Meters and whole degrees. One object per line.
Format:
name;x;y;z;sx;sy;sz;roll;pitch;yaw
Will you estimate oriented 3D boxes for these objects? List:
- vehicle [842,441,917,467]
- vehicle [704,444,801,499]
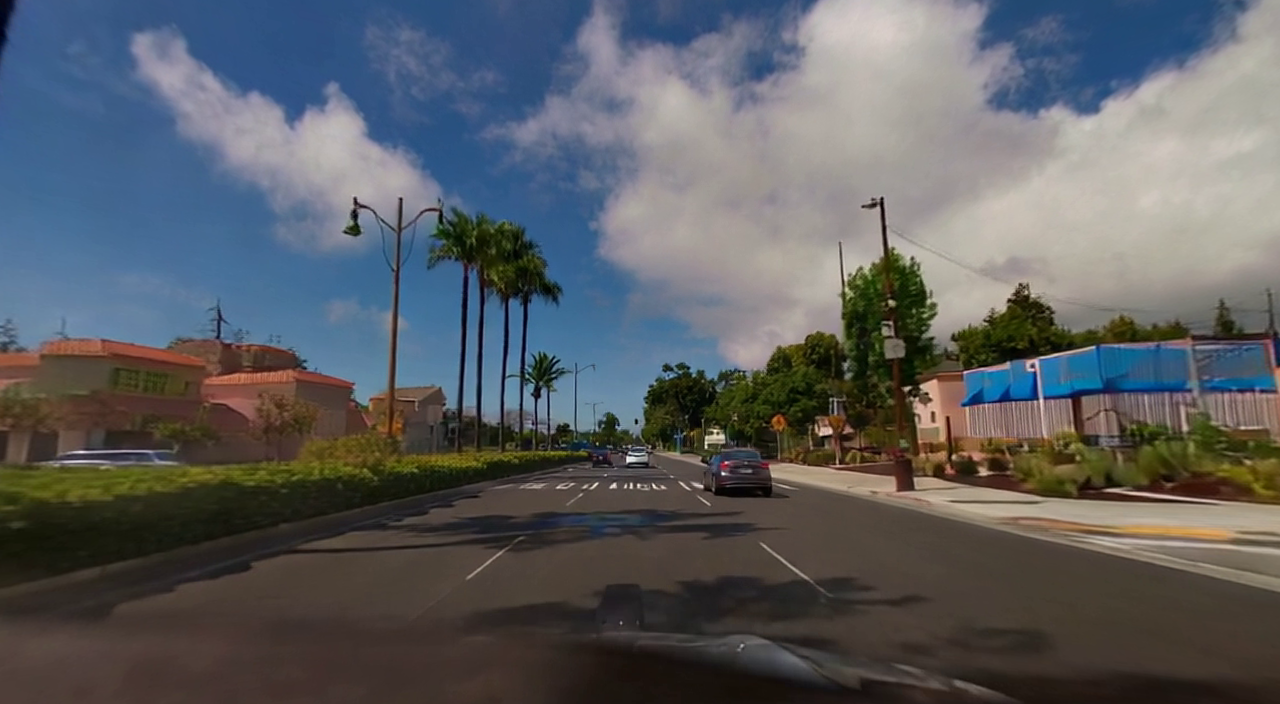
vehicle;15.697;6.691;41.510;4.091;1.605;2.017;0;-9;-2
vehicle;3.407;3.707;20.081;2.090;1.503;4.566;0;-9;-2
